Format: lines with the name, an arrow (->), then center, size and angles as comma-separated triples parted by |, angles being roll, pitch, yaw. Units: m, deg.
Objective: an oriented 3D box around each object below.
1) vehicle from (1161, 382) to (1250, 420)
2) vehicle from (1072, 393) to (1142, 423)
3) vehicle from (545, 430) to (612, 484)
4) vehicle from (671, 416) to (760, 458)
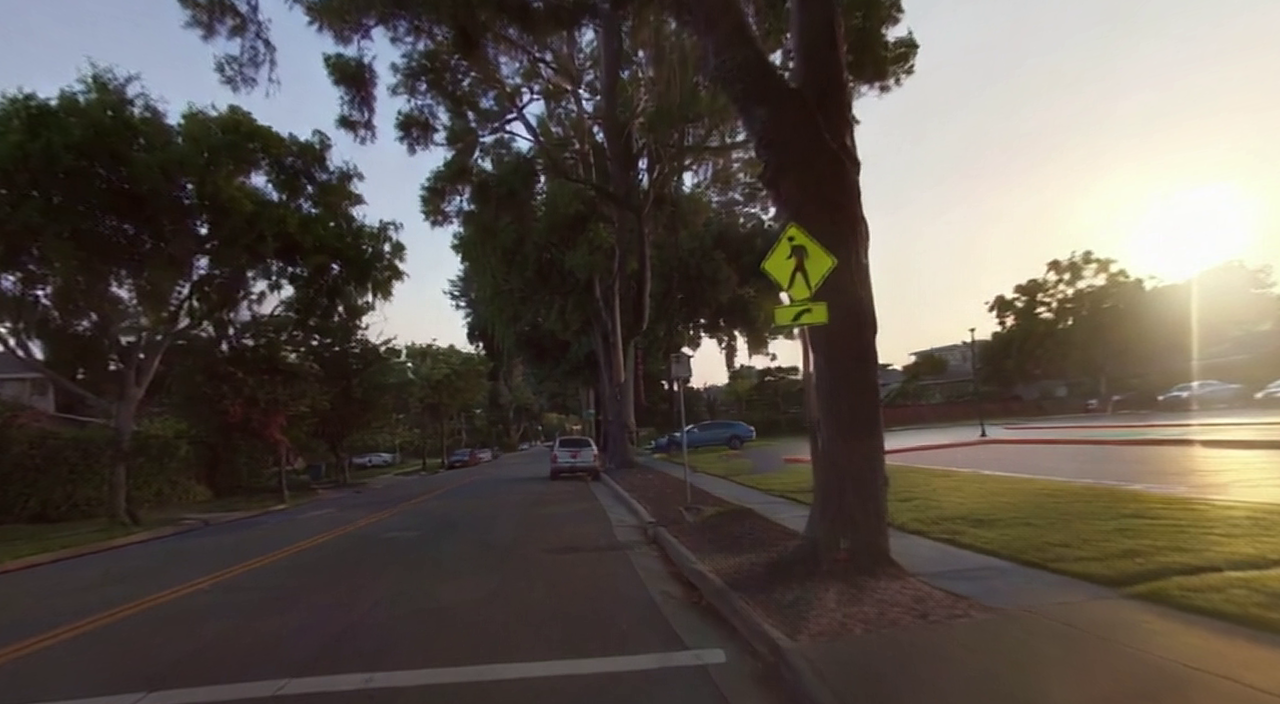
vehicle -> 28.506, 2.515, 31.804 | 4.481, 1.634, 1.973 | 5, -10, -31
vehicle -> 28.111, 3.411, 37.988 | 4.245, 1.601, 1.912 | 5, -10, -33
vehicle -> -2.276, 3.833, 23.251 | 2.204, 1.776, 4.262 | 1, -9, -6
vehicle -> 3.977, 4.402, 32.882 | 4.390, 1.696, 1.954 | -1, -6, -38
